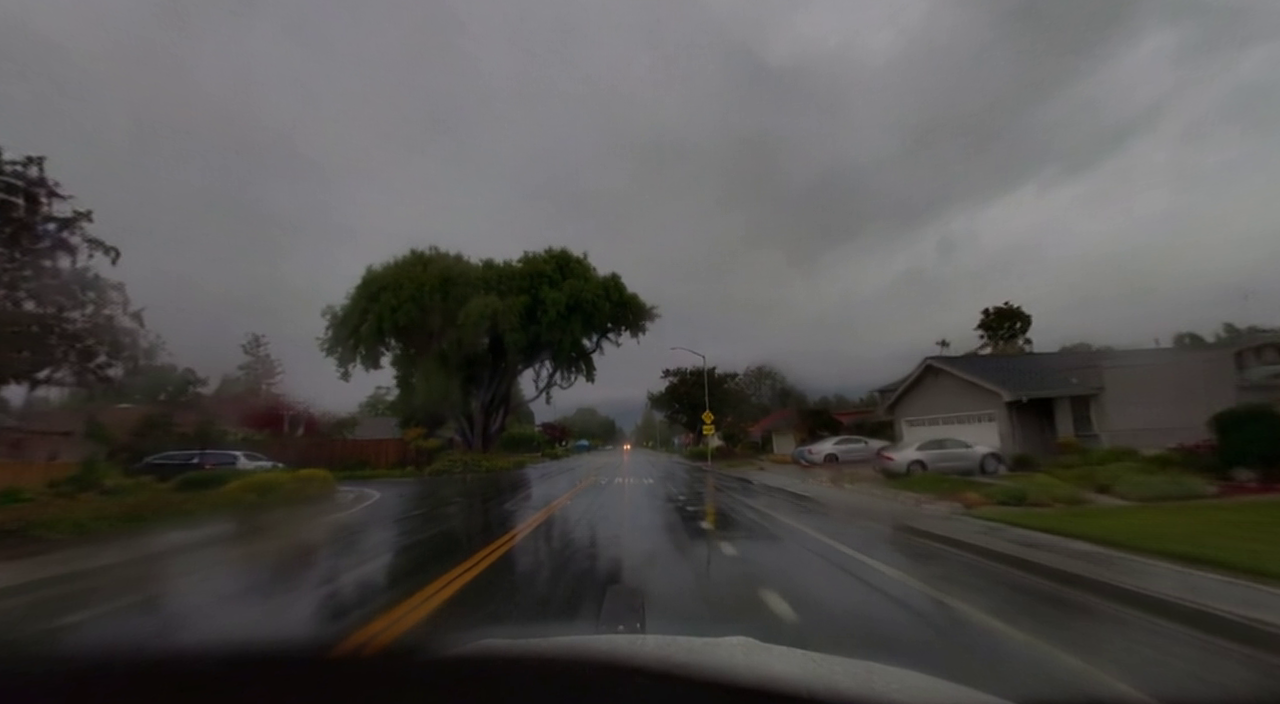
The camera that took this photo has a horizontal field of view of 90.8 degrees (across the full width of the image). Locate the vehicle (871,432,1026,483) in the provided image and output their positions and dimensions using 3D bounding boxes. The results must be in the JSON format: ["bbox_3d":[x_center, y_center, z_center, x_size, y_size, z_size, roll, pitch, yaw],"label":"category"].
[{"bbox_3d":[10.978,3.783,22.722,4.493,1.493,1.926,-3,-9,-4],"label":"vehicle"}]

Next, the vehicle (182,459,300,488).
[{"bbox_3d":[-21.651,6.595,34.447,5.074,1.511,1.978,0,-9,-1],"label":"vehicle"}]

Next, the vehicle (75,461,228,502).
[{"bbox_3d":[-18.983,5.025,24.689,4.440,1.445,1.919,-1,-9,3],"label":"vehicle"}]

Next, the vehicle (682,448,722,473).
[{"bbox_3d":[3.784,6.673,39.130,1.940,1.470,4.101,0,-9,-1],"label":"vehicle"}]

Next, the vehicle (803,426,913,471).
[{"bbox_3d":[10.810,4.828,31.624,4.459,1.696,2.361,-6,-9,-2],"label":"vehicle"}]
